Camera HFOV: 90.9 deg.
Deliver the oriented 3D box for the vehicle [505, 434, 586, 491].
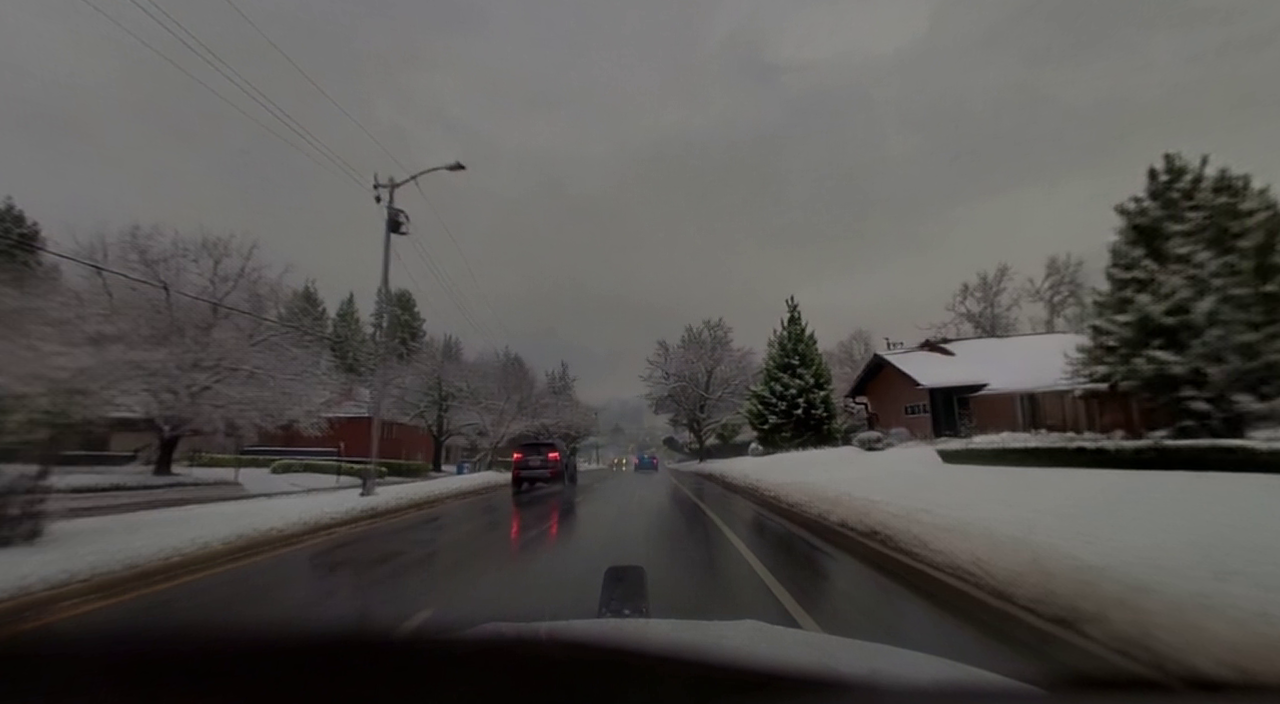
[{"bbox_3d":[-3.174,3.805,22.132,2.073,1.770,4.302,0,-8,2],"label":"vehicle"}]
